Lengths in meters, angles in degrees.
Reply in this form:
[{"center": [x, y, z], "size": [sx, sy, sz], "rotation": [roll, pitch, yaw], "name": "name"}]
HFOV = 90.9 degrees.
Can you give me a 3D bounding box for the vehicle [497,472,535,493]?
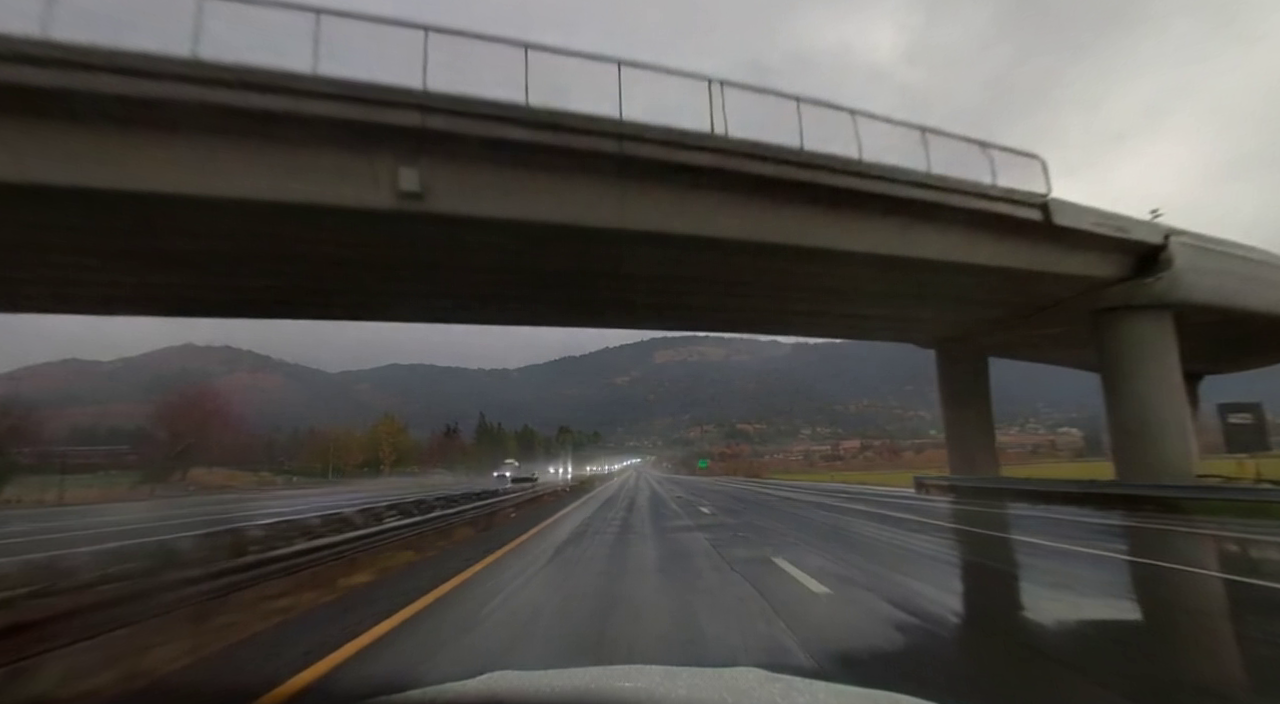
[{"center": [-8.697, 9.165, 44.427], "size": [1.755, 1.379, 3.676], "rotation": [0, -10, 2], "name": "vehicle"}]
